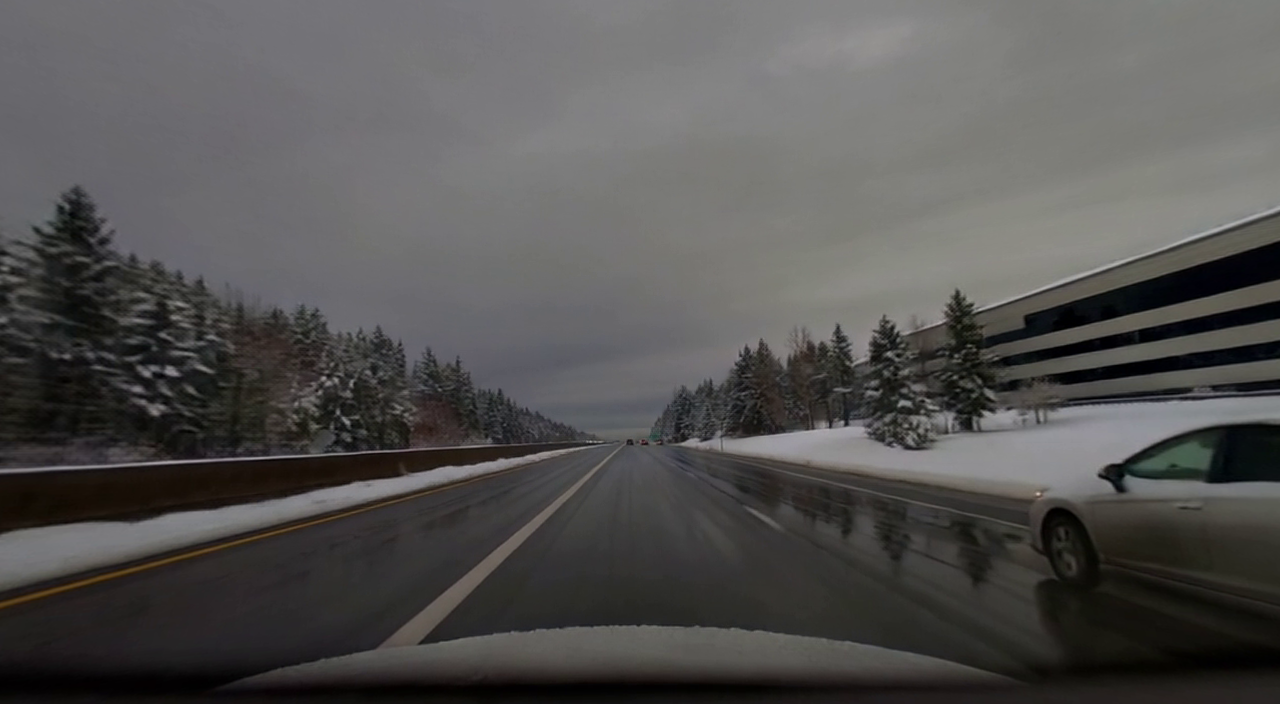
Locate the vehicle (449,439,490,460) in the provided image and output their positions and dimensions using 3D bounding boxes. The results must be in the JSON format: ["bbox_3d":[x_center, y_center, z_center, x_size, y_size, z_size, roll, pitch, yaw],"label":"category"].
[{"bbox_3d":[-12.641,7.246,46.965,1.902,1.454,4.229,0,-8,1],"label":"vehicle"}]

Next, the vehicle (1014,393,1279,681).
[{"bbox_3d":[4.613,1.032,3.536,2.095,1.587,4.638,0,-8,-1],"label":"vehicle"}]
